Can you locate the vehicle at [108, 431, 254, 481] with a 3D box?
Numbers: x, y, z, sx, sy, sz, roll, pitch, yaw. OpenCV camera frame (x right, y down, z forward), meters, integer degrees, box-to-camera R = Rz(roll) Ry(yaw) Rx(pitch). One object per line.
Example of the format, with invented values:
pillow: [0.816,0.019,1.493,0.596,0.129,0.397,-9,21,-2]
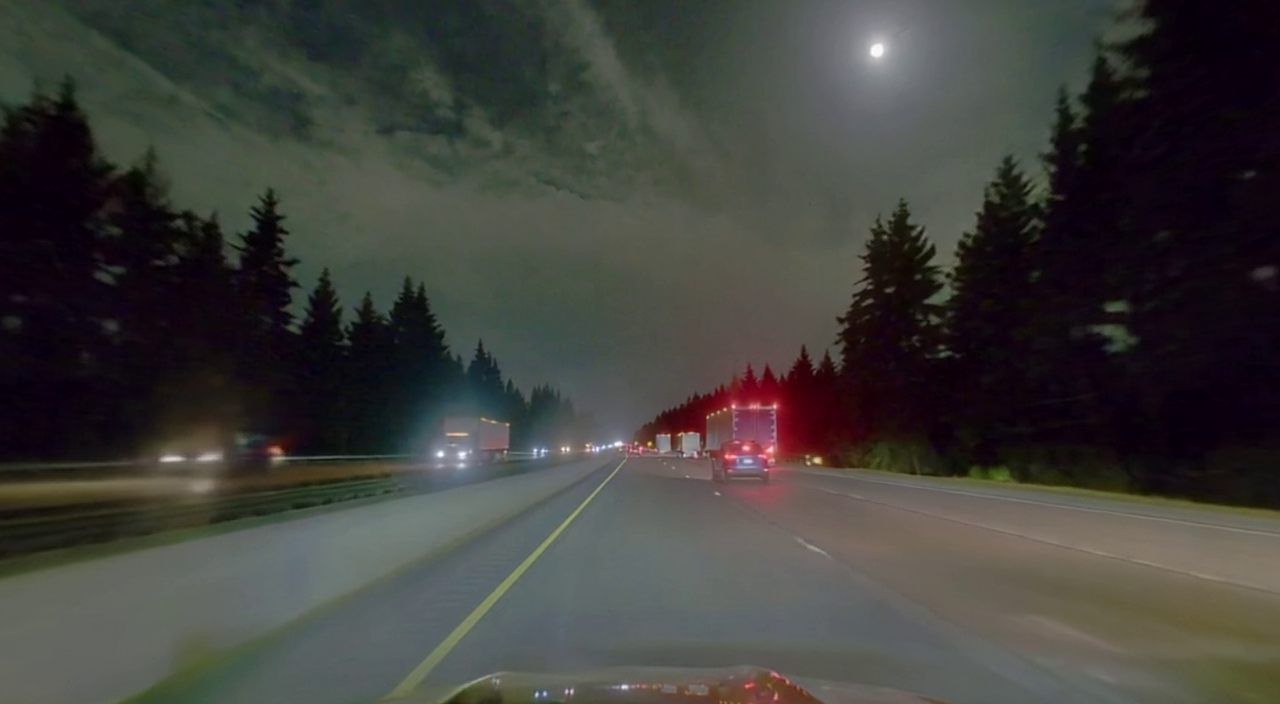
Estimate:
vehicle: [-15.906,3.635,22.203,1.912,1.583,4.288,0,-9,0]

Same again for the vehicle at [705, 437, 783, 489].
vehicle: [3.598,3.946,22.644,2.022,1.658,4.132,0,-9,-1]
